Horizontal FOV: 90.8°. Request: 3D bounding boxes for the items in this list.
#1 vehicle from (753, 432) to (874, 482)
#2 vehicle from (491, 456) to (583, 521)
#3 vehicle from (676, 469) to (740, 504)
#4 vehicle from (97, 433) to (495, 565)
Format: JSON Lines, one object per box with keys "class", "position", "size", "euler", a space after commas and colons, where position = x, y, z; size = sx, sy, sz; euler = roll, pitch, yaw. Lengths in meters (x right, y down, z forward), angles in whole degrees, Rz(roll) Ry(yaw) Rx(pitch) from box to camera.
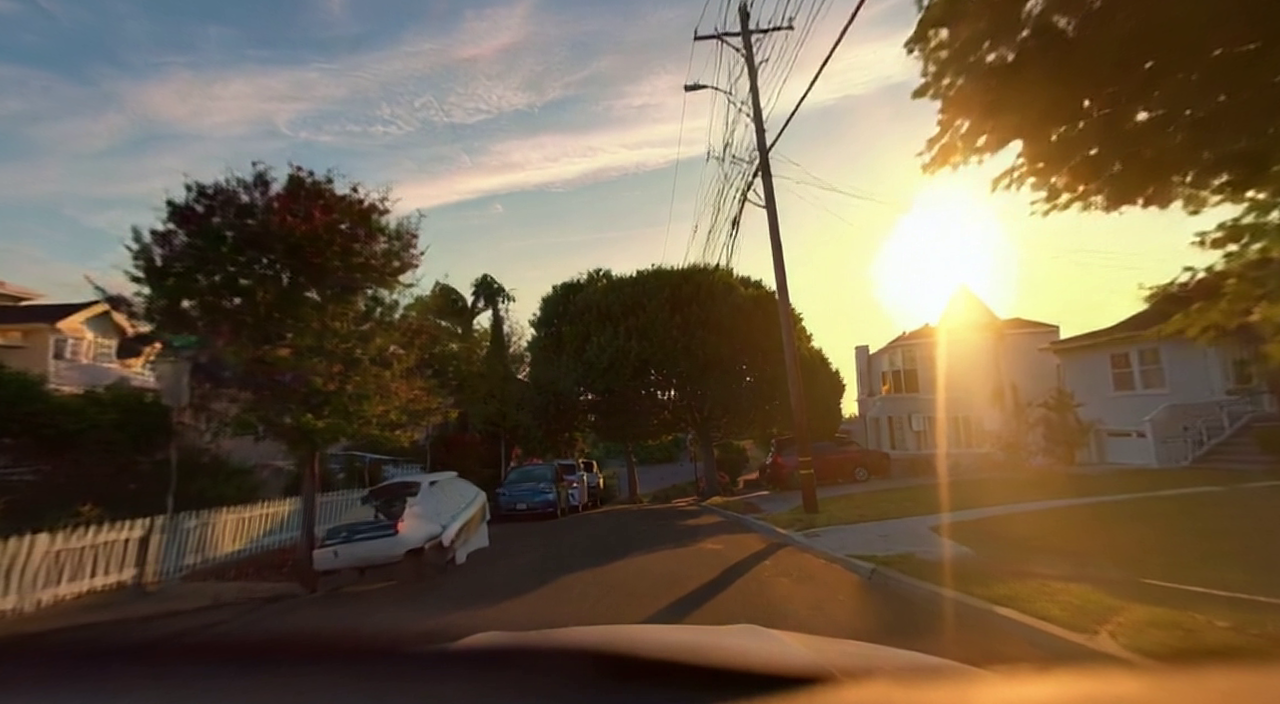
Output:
{"class": "vehicle", "position": [6.878, 4.181, 25.353], "size": [4.249, 1.905, 1.904], "euler": [1, -8, -2]}
{"class": "vehicle", "position": [-2.817, 3.865, 18.418], "size": [2.081, 1.589, 4.691], "euler": [0, -9, -2]}
{"class": "vehicle", "position": [3.517, 6.858, 32.413], "size": [3.005, 1.535, 4.025], "euler": [-1, -9, 7]}
{"class": "vehicle", "position": [-4.805, 2.240, 9.644], "size": [4.537, 1.595, 2.471], "euler": [2, -14, -1]}
